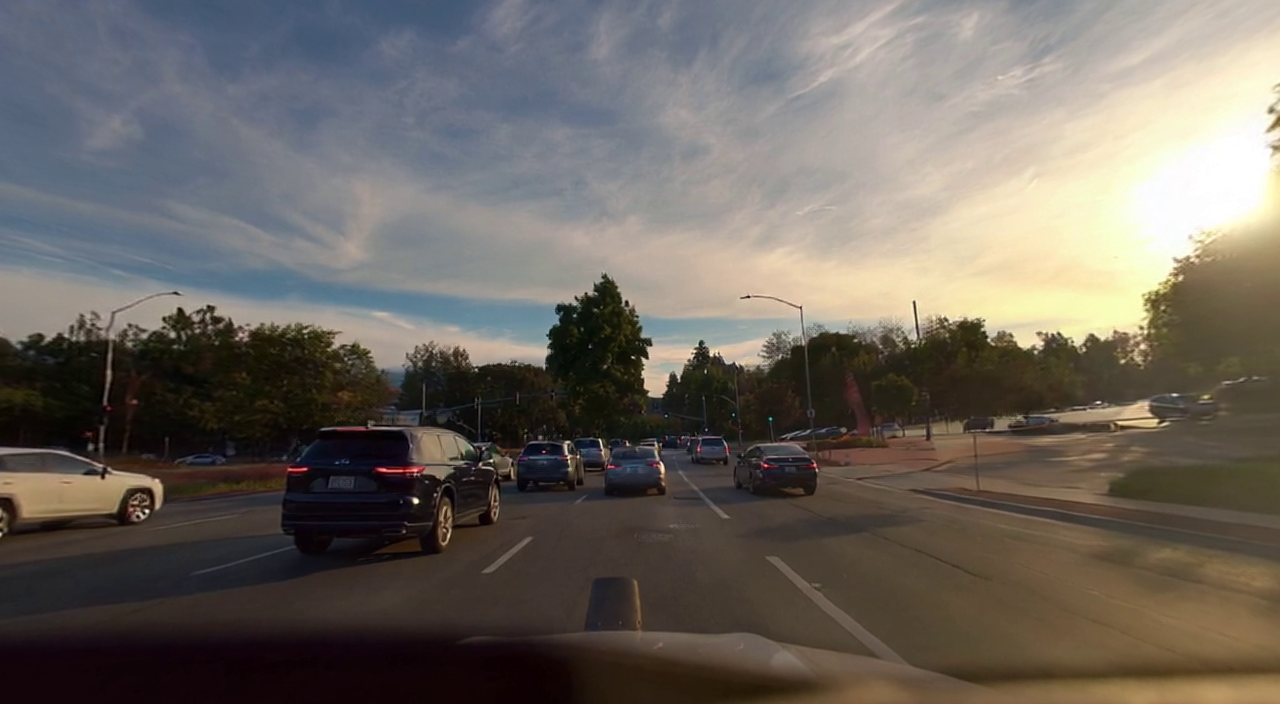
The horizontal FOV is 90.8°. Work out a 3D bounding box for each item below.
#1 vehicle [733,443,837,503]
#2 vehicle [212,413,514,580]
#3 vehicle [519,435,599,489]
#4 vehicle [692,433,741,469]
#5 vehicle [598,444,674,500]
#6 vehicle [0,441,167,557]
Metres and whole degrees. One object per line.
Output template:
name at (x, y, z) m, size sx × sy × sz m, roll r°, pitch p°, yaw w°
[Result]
vehicle at (3.894, 3.311, 17.758) m, size 1.884 × 1.463 × 4.195 m, roll 0°, pitch -8°, yaw -1°
vehicle at (-3.463, 1.922, 9.385) m, size 2.111 × 1.745 × 5.274 m, roll 0°, pitch -8°, yaw 0°
vehicle at (-2.935, 4.129, 24.023) m, size 2.218 × 1.829 × 4.492 m, roll -1°, pitch -8°, yaw 3°
vehicle at (4.119, 5.450, 34.836) m, size 2.099 × 1.845 × 4.363 m, roll 0°, pitch -8°, yaw -1°
vehicle at (-0.086, 3.536, 19.119) m, size 2.030 × 1.477 × 4.330 m, roll 0°, pitch -8°, yaw 1°
vehicle at (-9.315, 1.965, 8.616) m, size 2.146 × 1.480 × 4.589 m, roll 0°, pitch -8°, yaw 0°
